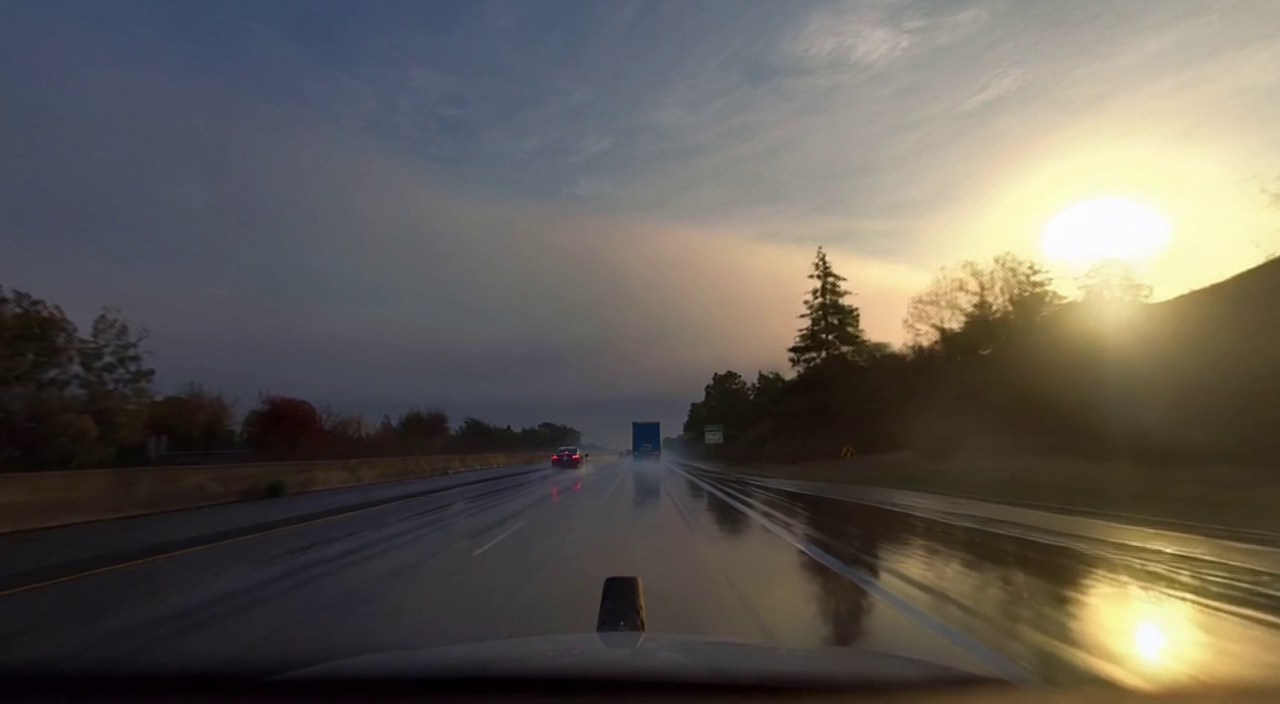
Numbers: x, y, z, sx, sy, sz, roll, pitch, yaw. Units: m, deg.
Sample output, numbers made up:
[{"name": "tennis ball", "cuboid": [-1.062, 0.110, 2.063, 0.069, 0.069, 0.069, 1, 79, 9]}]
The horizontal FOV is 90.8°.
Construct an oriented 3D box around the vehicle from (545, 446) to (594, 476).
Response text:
[{"name": "vehicle", "cuboid": [-3.806, 5.991, 34.897, 1.999, 1.533, 4.870, -1, -9, 2]}]
